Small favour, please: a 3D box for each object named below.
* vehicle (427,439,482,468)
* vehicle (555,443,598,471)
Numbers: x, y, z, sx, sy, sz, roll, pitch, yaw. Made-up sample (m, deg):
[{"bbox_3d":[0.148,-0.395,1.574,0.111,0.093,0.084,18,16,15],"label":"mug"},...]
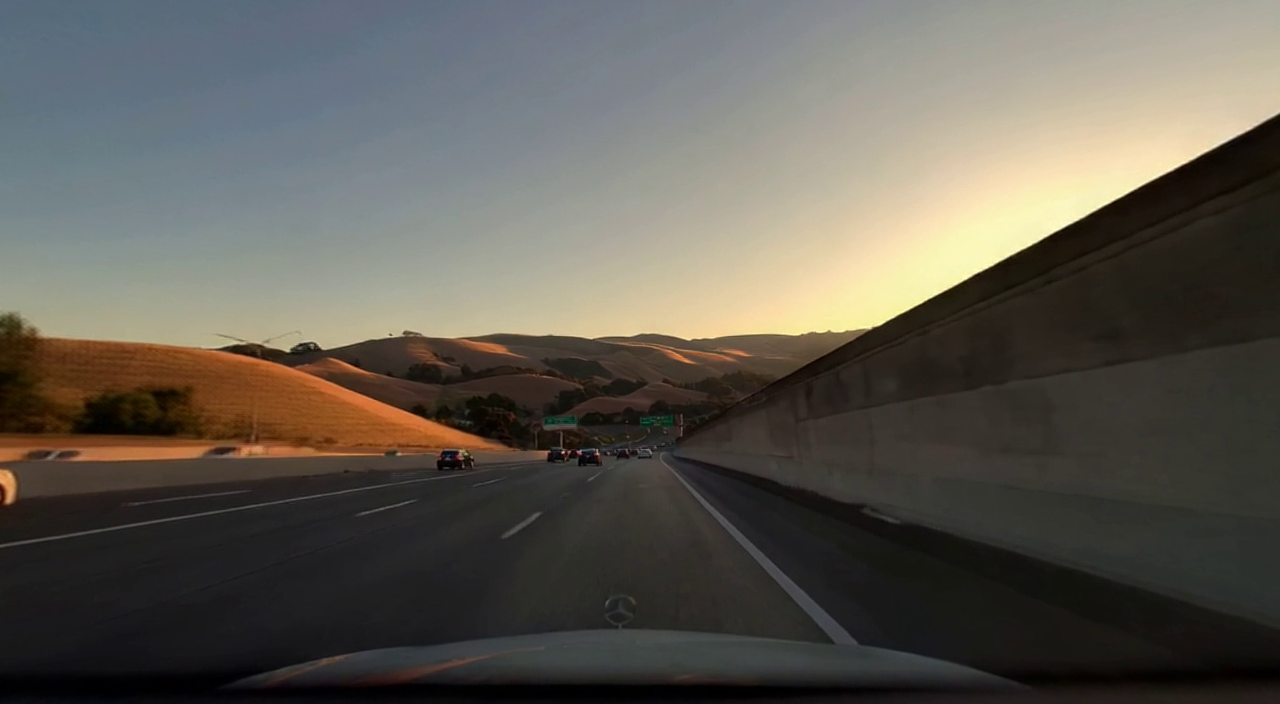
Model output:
[{"bbox_3d":[-12.316,6.763,42.274,2.076,1.766,4.831,0,-8,2],"label":"vehicle"},{"bbox_3d":[-3.561,5.970,36.102,1.931,1.492,4.076,0,-8,1],"label":"vehicle"}]
